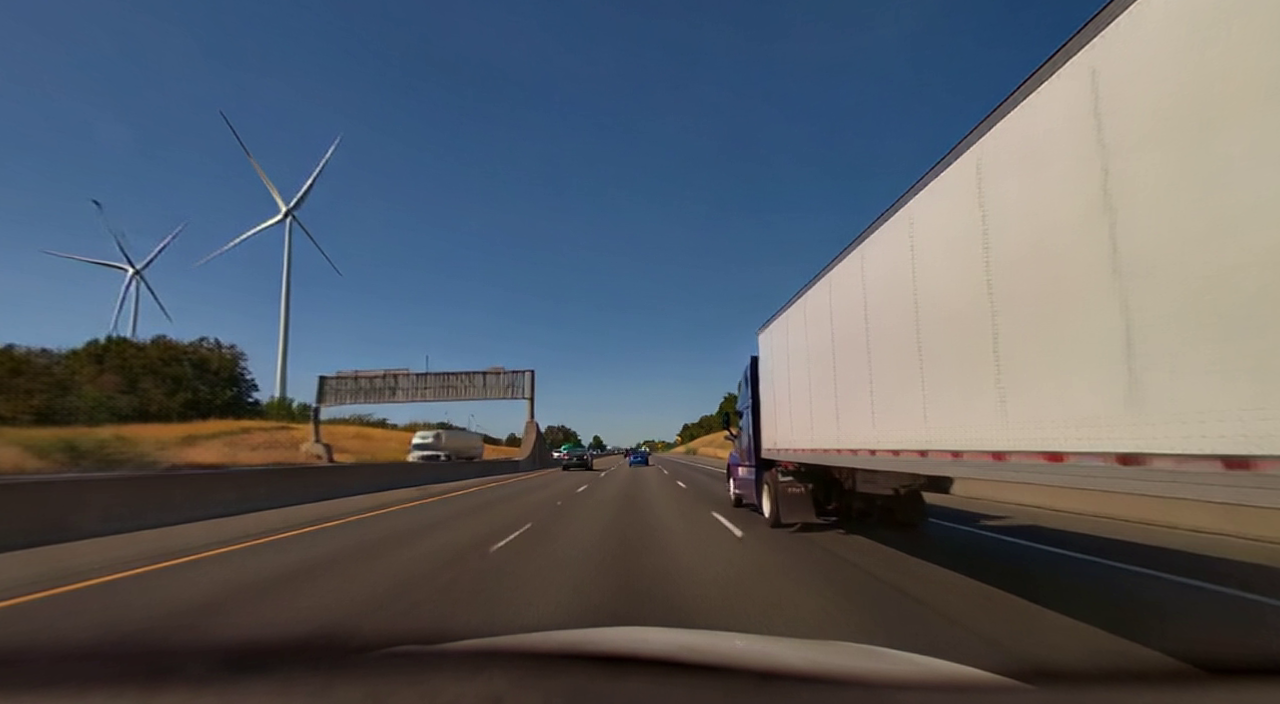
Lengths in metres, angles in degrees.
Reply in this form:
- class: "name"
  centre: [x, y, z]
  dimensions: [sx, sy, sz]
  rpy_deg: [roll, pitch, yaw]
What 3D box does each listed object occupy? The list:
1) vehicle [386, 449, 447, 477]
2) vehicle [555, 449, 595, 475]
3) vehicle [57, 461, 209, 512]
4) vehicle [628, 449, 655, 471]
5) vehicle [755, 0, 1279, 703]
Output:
- class: "vehicle"
  centre: [-11.666, 5.788, 33.136]
  dimensions: [1.874, 1.392, 3.624]
  rpy_deg: [0, -9, 0]
- class: "vehicle"
  centre: [-3.899, 6.670, 38.524]
  dimensions: [1.952, 1.521, 4.095]
  rpy_deg: [0, -9, 1]
- class: "vehicle"
  centre: [-15.644, 4.129, 19.733]
  dimensions: [1.734, 1.372, 3.610]
  rpy_deg: [0, -9, 0]
- class: "vehicle"
  centre: [0.077, 7.776, 45.621]
  dimensions: [1.931, 1.453, 3.695]
  rpy_deg: [0, -9, -1]
- class: "vehicle"
  centre: [3.801, 0.268, 5.390]
  dimensions: [2.947, 3.989, 13.568]
  rpy_deg: [0, -9, -1]
